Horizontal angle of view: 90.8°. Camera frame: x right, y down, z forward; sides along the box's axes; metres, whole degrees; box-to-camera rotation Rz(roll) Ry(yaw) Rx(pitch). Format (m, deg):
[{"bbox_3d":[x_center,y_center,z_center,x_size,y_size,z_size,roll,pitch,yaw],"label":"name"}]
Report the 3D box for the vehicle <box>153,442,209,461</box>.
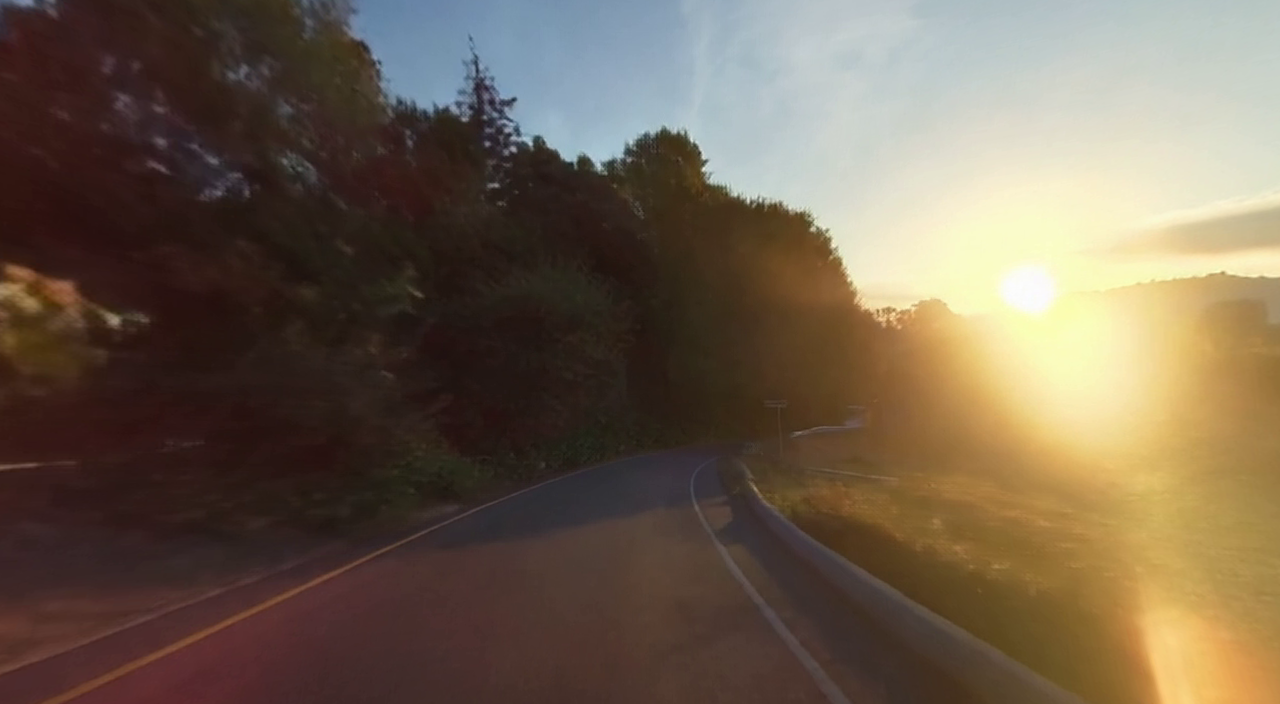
[{"bbox_3d":[-36.041,7.821,49.705,1.884,1.430,3.705,1,-9,-6],"label":"vehicle"}]
